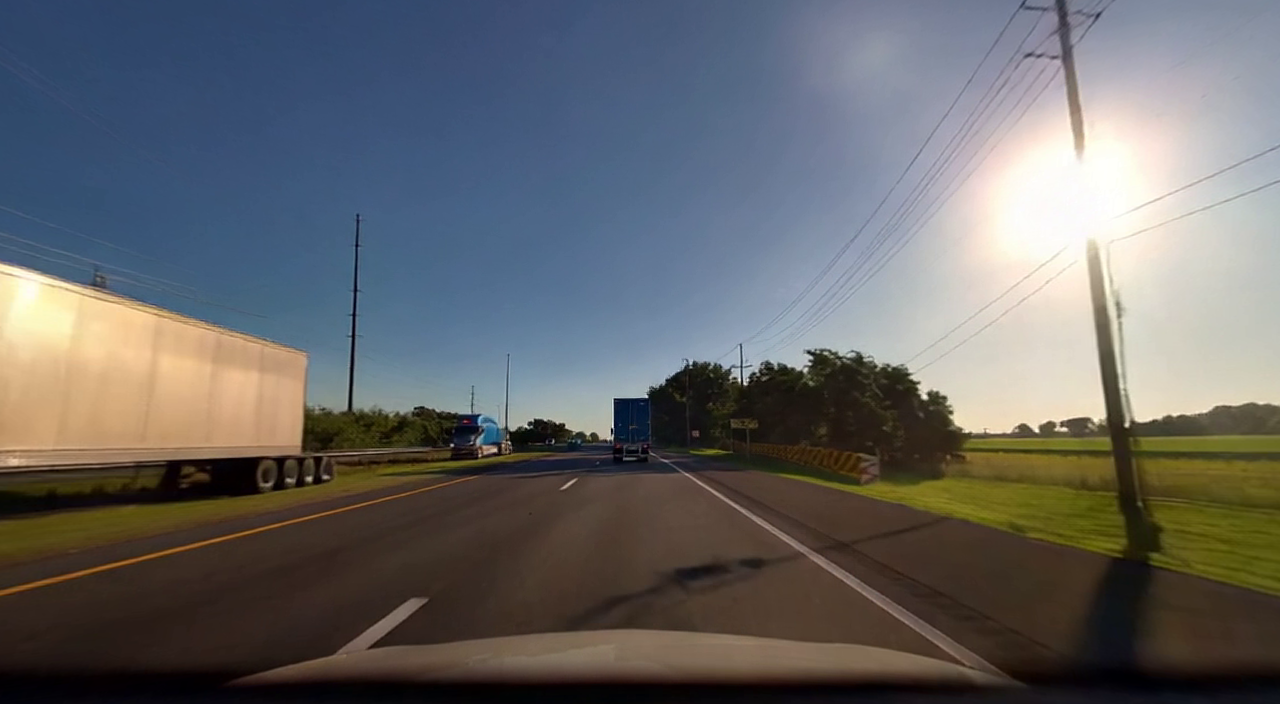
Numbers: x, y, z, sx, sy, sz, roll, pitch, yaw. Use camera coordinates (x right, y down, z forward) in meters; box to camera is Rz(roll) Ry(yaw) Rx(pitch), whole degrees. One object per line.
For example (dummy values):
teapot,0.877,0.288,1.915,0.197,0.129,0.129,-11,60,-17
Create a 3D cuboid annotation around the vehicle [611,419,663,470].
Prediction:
vehicle,-0.210,4.268,29.128,2.240,2.129,4.480,0,-8,-2
